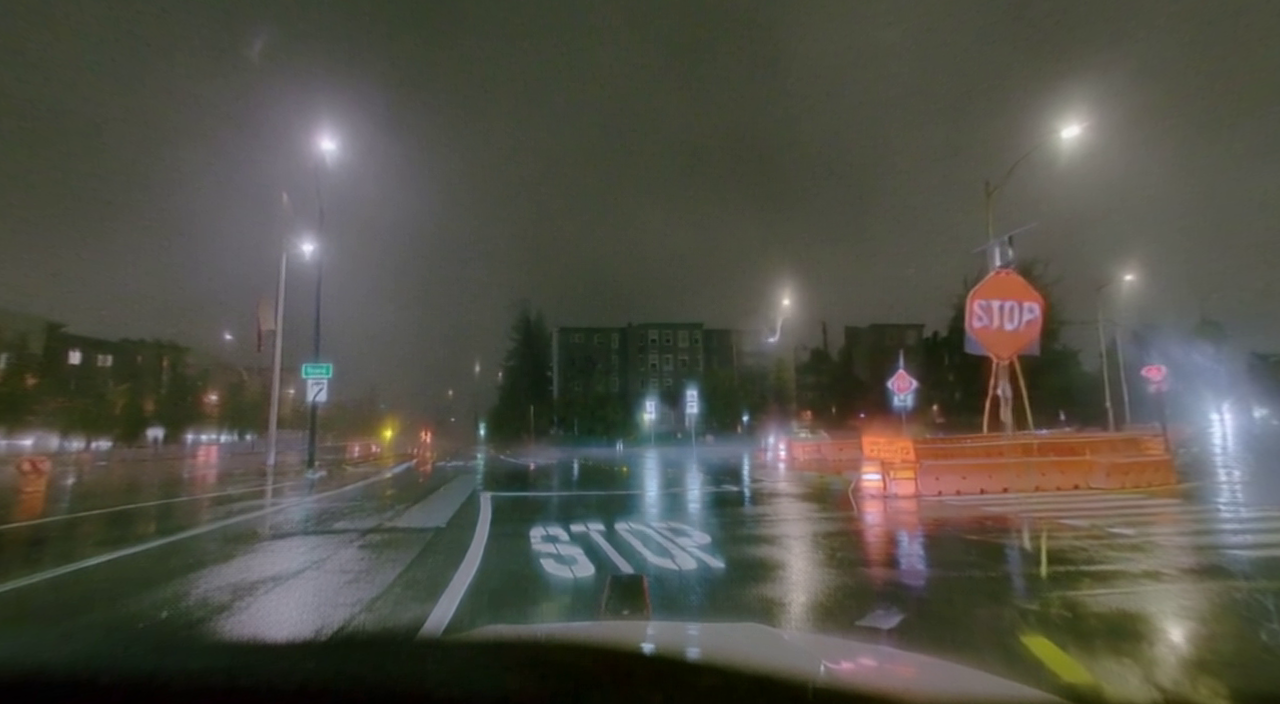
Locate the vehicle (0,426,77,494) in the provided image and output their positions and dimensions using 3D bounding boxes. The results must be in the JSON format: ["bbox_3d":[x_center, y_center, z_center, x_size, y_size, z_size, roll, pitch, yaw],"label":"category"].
[{"bbox_3d":[-17.726,3.053,18.042,2.159,1.734,4.292,7,-11,-42],"label":"vehicle"}]

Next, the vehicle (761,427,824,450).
[{"bbox_3d":[11.513,6.532,47.579,4.302,1.628,1.957,3,-9,-23],"label":"vehicle"}]
